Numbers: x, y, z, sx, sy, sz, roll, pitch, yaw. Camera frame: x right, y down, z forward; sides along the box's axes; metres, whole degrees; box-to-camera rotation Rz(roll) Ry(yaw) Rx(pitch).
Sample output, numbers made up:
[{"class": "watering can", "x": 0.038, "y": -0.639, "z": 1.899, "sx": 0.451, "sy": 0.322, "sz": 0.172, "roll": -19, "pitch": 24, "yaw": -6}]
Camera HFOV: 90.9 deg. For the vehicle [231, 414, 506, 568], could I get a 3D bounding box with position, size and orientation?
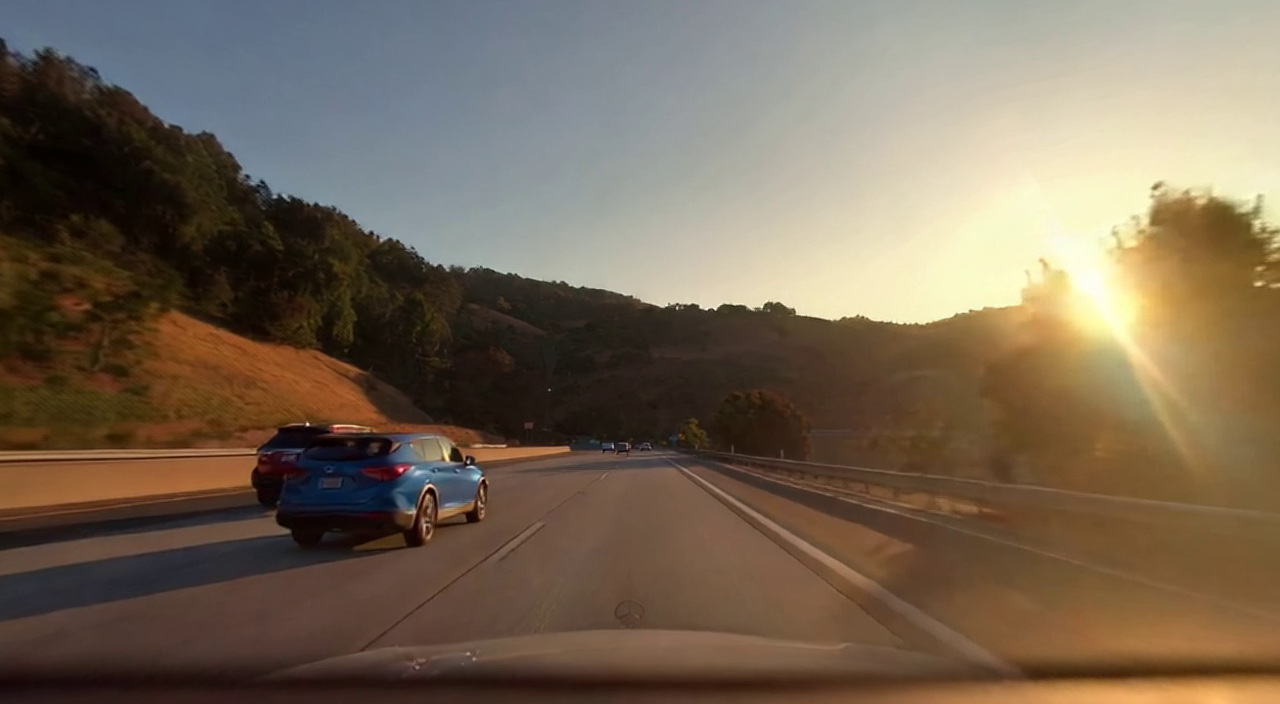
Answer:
[{"class": "vehicle", "x": -3.411, "y": 1.833, "z": 9.061, "sx": 1.983, "sy": 1.663, "sz": 4.290, "roll": 0, "pitch": -9, "yaw": 1}]
